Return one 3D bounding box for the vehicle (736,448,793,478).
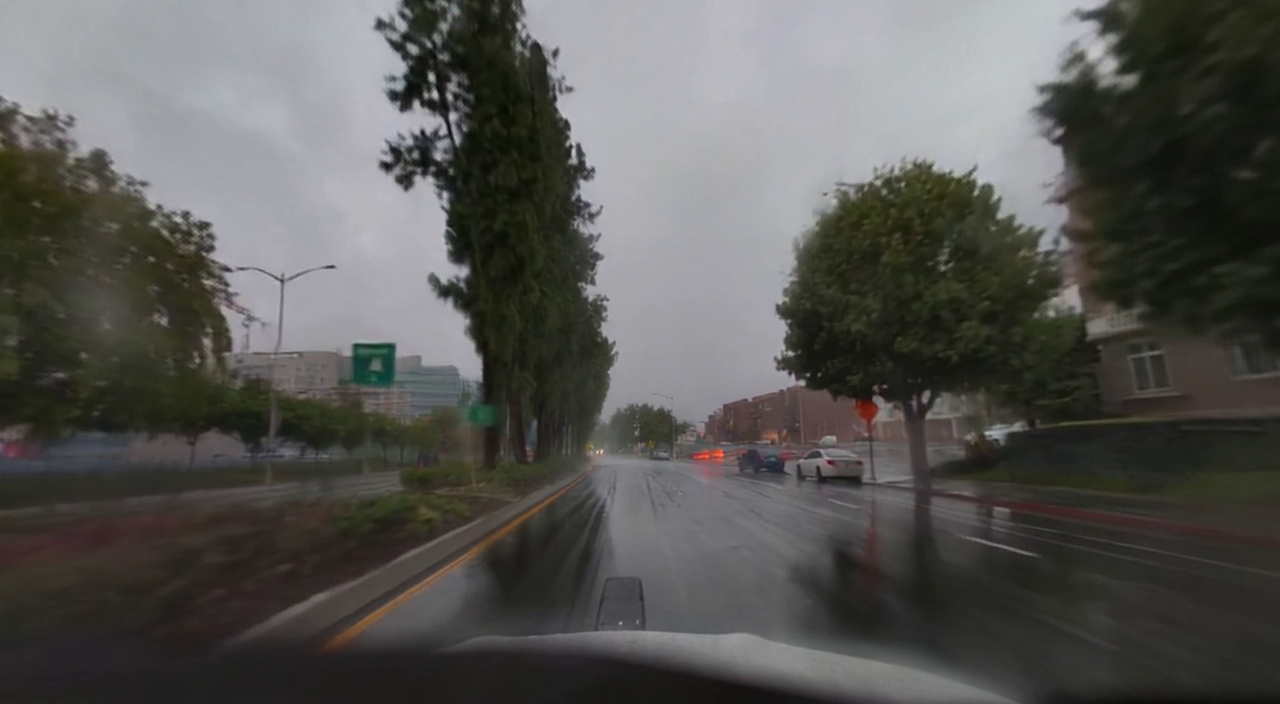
[{"bbox_3d":[7.502,6.685,38.362,1.977,1.540,4.307,6,-9,-7],"label":"vehicle"}]

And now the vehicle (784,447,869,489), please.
[{"bbox_3d":[7.790,4.857,26.878,1.974,1.472,4.654,5,-9,-3],"label":"vehicle"}]
